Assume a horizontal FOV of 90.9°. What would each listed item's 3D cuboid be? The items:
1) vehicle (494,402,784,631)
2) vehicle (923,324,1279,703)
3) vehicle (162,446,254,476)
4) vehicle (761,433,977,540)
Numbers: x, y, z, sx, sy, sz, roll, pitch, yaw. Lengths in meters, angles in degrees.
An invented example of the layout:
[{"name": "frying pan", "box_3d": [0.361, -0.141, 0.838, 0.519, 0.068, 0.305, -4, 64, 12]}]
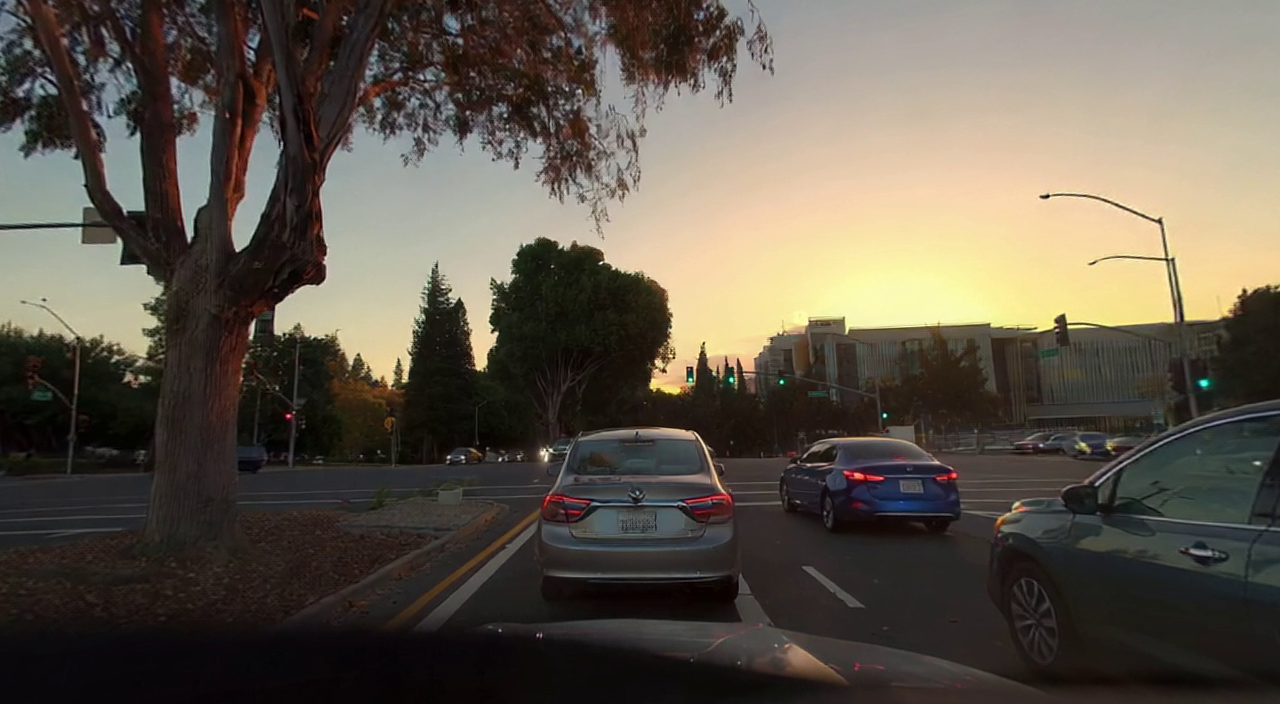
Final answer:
[{"name": "vehicle", "box_3d": [-0.025, 1.475, 6.515, 2.074, 1.631, 3.793, 0, -9, -1]}, {"name": "vehicle", "box_3d": [3.727, 0.932, 3.441, 2.162, 1.829, 4.519, 0, -9, -1]}, {"name": "vehicle", "box_3d": [-32.494, 8.189, 47.559, 5.321, 2.089, 2.177, 8, -12, -43]}, {"name": "vehicle", "box_3d": [3.692, 2.259, 11.299, 2.054, 1.482, 4.654, 0, -9, -1]}]
